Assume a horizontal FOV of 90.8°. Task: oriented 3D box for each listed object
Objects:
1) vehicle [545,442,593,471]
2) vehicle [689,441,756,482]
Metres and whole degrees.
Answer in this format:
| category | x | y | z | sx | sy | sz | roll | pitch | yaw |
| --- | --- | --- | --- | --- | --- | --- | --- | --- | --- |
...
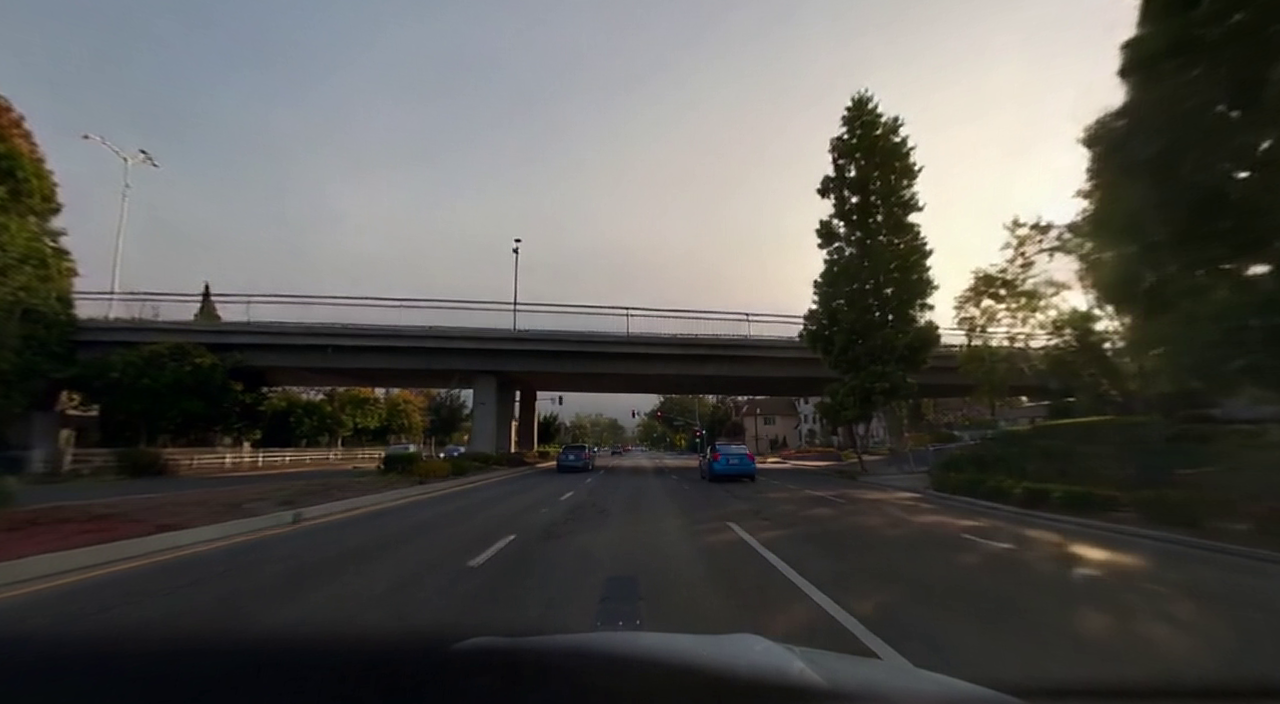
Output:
| category | x | y | z | sx | sy | sz | roll | pitch | yaw |
| --- | --- | --- | --- | --- | --- | --- | --- | --- | --- |
| vehicle | -3.767 | 5.616 | 34.285 | 2.060 | 1.484 | 4.417 | 0 | -8 | 1 |
| vehicle | 3.242 | 4.371 | 25.656 | 2.068 | 1.497 | 4.247 | 0 | -8 | -1 |
